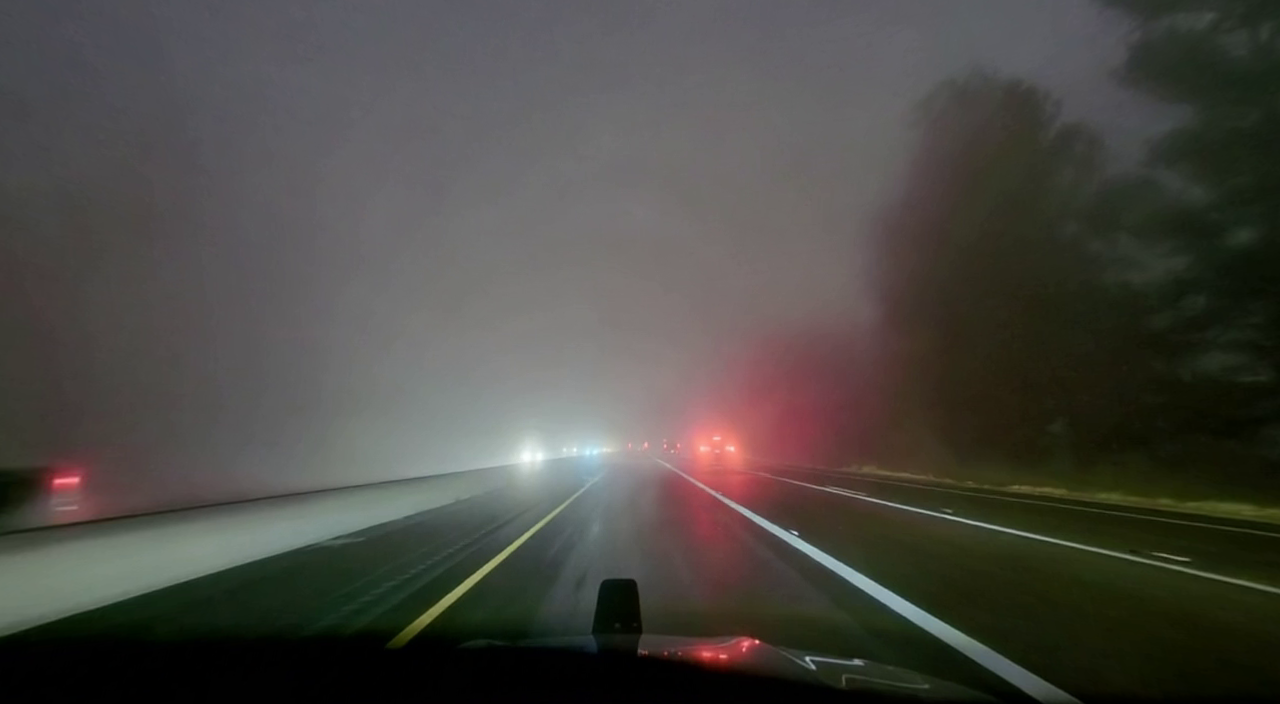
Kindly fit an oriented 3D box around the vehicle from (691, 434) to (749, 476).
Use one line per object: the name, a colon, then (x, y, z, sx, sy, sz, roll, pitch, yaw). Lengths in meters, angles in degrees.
vehicle: (3.924, 5.172, 31.590, 2.177, 1.914, 5.245, 0, -9, -1)
